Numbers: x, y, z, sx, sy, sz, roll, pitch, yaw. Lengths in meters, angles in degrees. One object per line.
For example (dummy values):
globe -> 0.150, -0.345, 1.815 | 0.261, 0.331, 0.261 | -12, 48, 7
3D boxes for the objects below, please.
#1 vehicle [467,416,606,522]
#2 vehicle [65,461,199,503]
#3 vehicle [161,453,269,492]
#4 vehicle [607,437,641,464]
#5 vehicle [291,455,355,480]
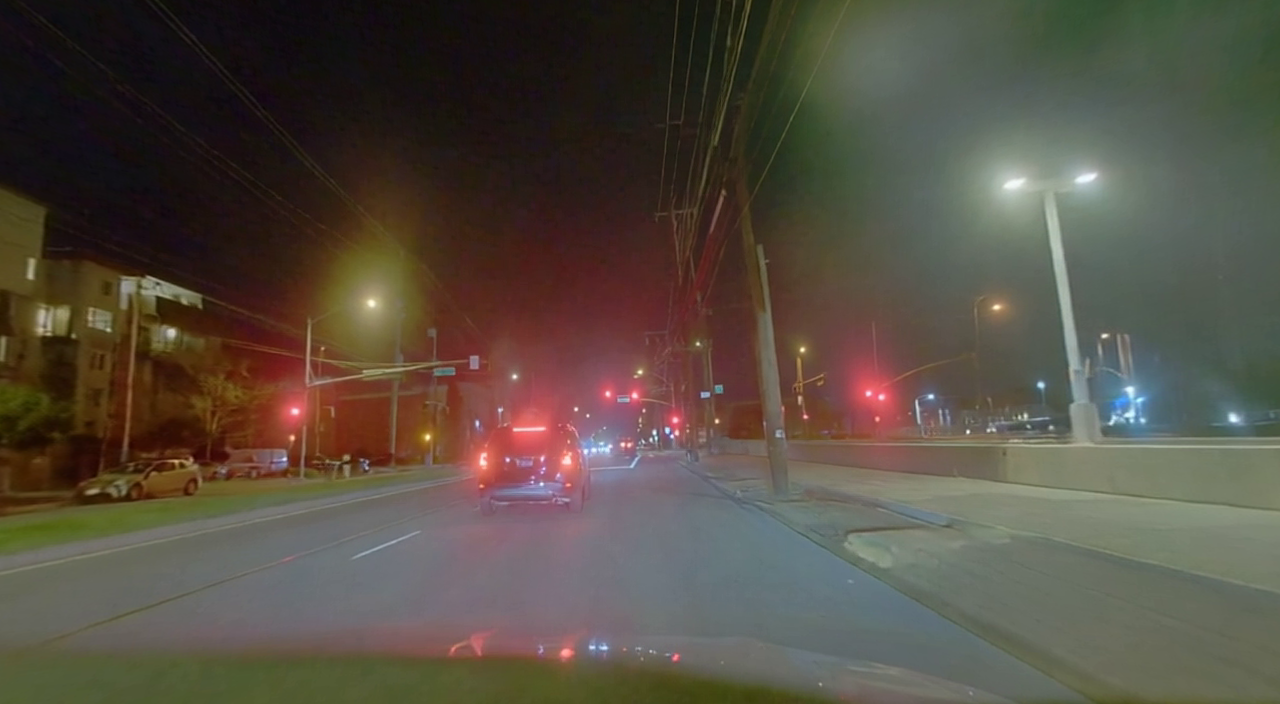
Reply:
vehicle -> -1.831, 2.248, 12.568 | 2.022, 1.757, 4.041 | 0, -9, 1
vehicle -> -20.264, 5.188, 25.485 | 1.790, 1.415, 4.450 | 0, -9, -2
vehicle -> -20.197, 5.696, 30.283 | 1.989, 1.689, 4.388 | 0, -9, 2
vehicle -> -0.997, 6.389, 41.019 | 2.144, 1.681, 3.855 | 0, -9, 0
vehicle -> -20.214, 7.351, 40.543 | 1.826, 1.430, 4.426 | 0, -9, 0
